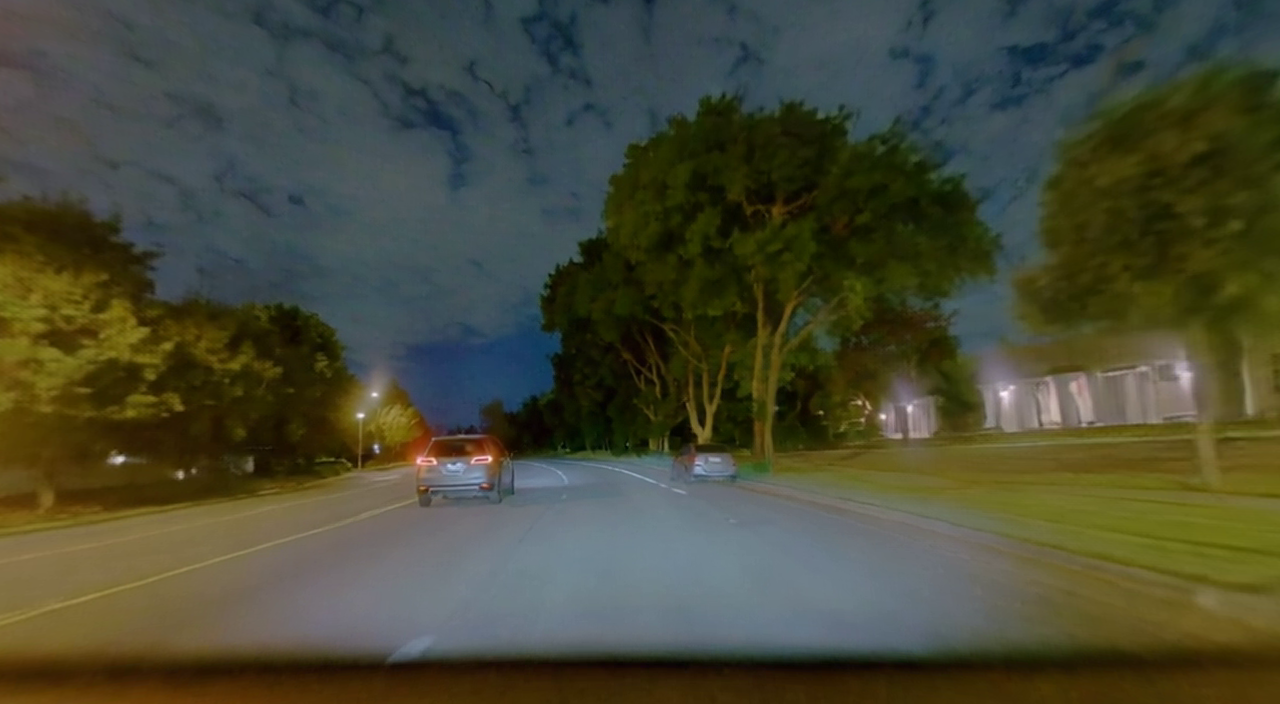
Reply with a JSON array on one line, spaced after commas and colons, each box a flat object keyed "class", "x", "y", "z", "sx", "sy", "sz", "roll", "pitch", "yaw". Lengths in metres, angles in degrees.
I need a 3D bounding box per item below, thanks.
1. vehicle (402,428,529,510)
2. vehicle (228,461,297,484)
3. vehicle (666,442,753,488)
[{"class": "vehicle", "x": -4.233, "y": 2.907, "z": 16.188, "sx": 2.175, "sy": 1.772, "sz": 4.442, "roll": 0, "pitch": -8, "yaw": -3}, {"class": "vehicle", "x": -26.955, "y": 8.609, "z": 45.232, "sx": 3.892, "sy": 1.323, "sz": 1.741, "roll": -1, "pitch": -8, "yaw": -13}, {"class": "vehicle", "x": 2.375, "y": 4.014, "z": 22.877, "sx": 1.928, "sy": 1.447, "sz": 4.386, "roll": 1, "pitch": -9, "yaw": -10}]
